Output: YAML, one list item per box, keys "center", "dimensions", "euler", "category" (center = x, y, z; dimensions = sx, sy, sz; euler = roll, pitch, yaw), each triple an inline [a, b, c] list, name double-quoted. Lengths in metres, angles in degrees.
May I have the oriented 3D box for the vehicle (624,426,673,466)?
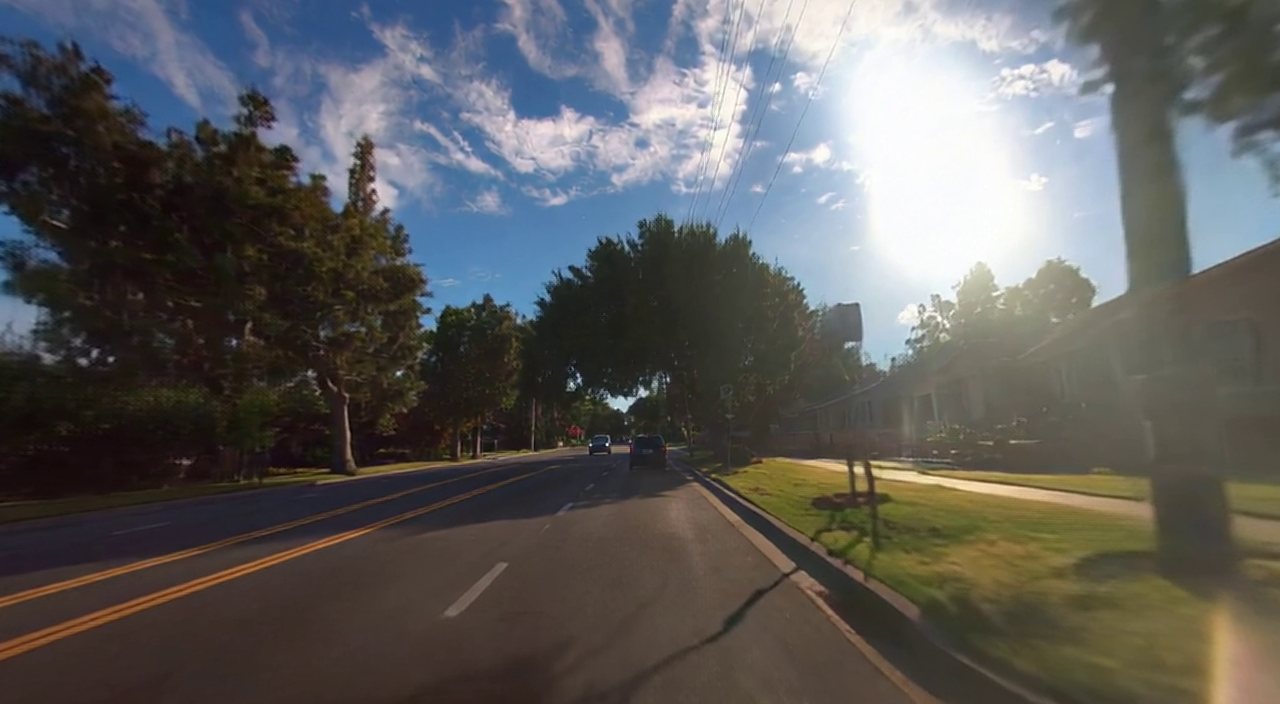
- center: [0.373, 4.339, 29.225]
  dimensions: [2.120, 1.718, 3.909]
  euler: [0, -8, 0]
  category: "vehicle"

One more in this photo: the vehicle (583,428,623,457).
- center: [-2.288, 5.766, 40.117]
  dimensions: [2.157, 1.765, 4.303]
  euler: [0, -8, 2]
  category: "vehicle"
